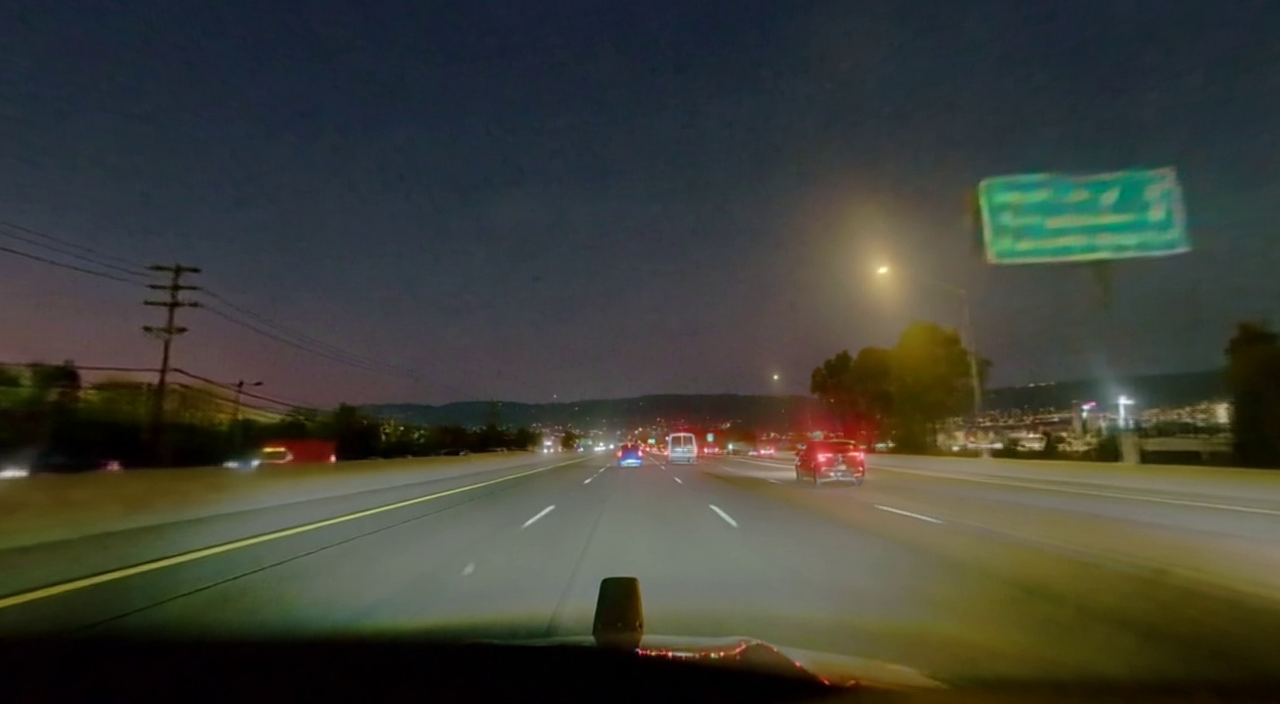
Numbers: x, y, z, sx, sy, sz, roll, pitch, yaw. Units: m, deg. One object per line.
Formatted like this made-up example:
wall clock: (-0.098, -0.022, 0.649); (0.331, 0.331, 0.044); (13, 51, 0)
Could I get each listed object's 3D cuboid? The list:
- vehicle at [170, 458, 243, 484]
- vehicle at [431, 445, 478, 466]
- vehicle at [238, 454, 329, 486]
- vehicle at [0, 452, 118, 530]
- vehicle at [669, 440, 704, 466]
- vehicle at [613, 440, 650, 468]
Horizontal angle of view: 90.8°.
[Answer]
vehicle: (-28.158, 7.730, 41.208); (1.900, 1.551, 3.993); (0, -9, -1)
vehicle: (-13.998, 7.860, 47.966); (2.147, 1.528, 4.437); (0, -9, 0)
vehicle: (-17.760, 5.857, 31.773); (1.966, 1.450, 4.456); (0, -9, 0)
vehicle: (-13.435, 2.774, 12.689); (1.969, 1.481, 4.595); (0, -9, 0)
vehicle: (3.243, 7.202, 45.095); (2.036, 1.796, 4.470); (0, -9, -2)
vehicle: (-0.574, 6.763, 41.860); (2.325, 1.712, 4.592); (0, -9, -1)
